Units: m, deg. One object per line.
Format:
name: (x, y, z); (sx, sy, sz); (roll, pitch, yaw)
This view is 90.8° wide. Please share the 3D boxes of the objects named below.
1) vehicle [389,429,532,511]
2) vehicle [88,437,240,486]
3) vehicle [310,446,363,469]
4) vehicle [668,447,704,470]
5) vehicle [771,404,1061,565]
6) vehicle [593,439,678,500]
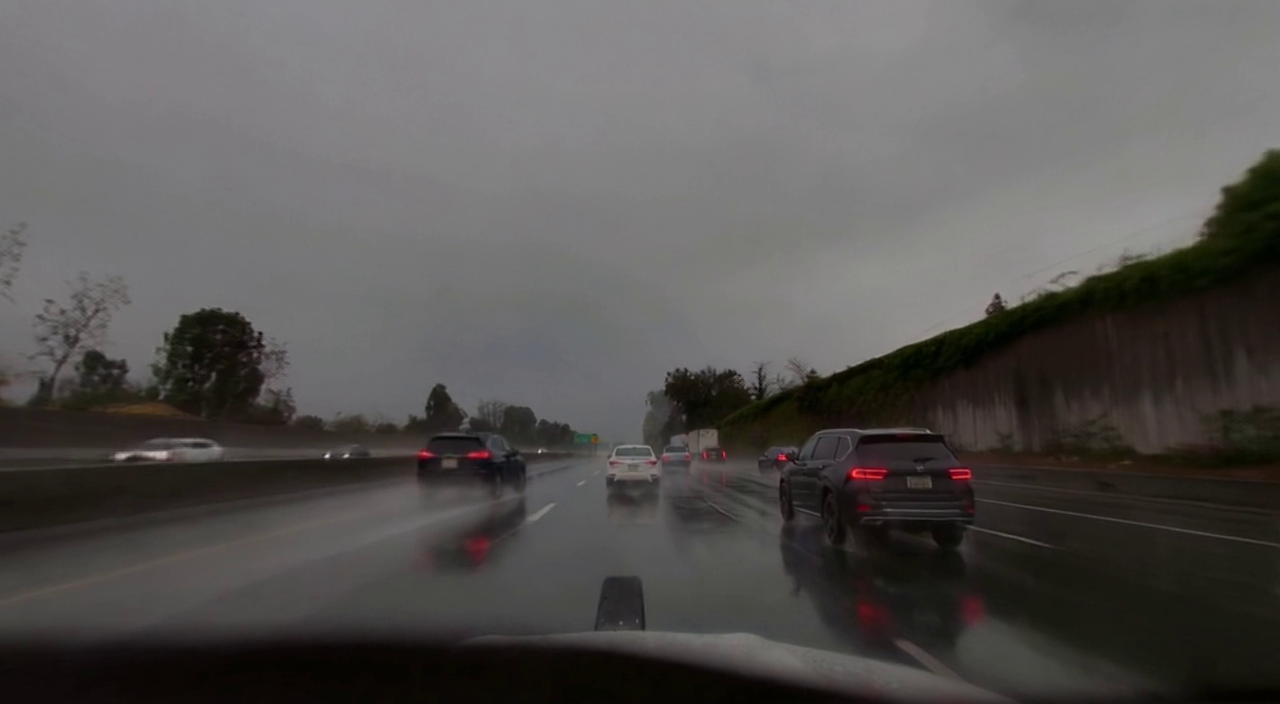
vehicle: (-4.331, 2.945, 16.287); (2.218, 1.776, 5.031); (0, -9, 0)
vehicle: (-18.183, 4.185, 24.526); (2.137, 1.682, 4.908); (0, -9, -2)
vehicle: (-22.250, 7.698, 46.504); (1.843, 1.590, 4.344); (0, -9, -2)
vehicle: (3.116, 7.302, 43.649); (1.998, 1.490, 4.296); (0, -9, -3)
vehicle: (3.630, 1.852, 9.574); (2.162, 1.800, 4.693); (0, -9, -1)
vehicle: (-0.160, 3.190, 17.537); (2.098, 1.475, 3.997); (0, -9, -2)
